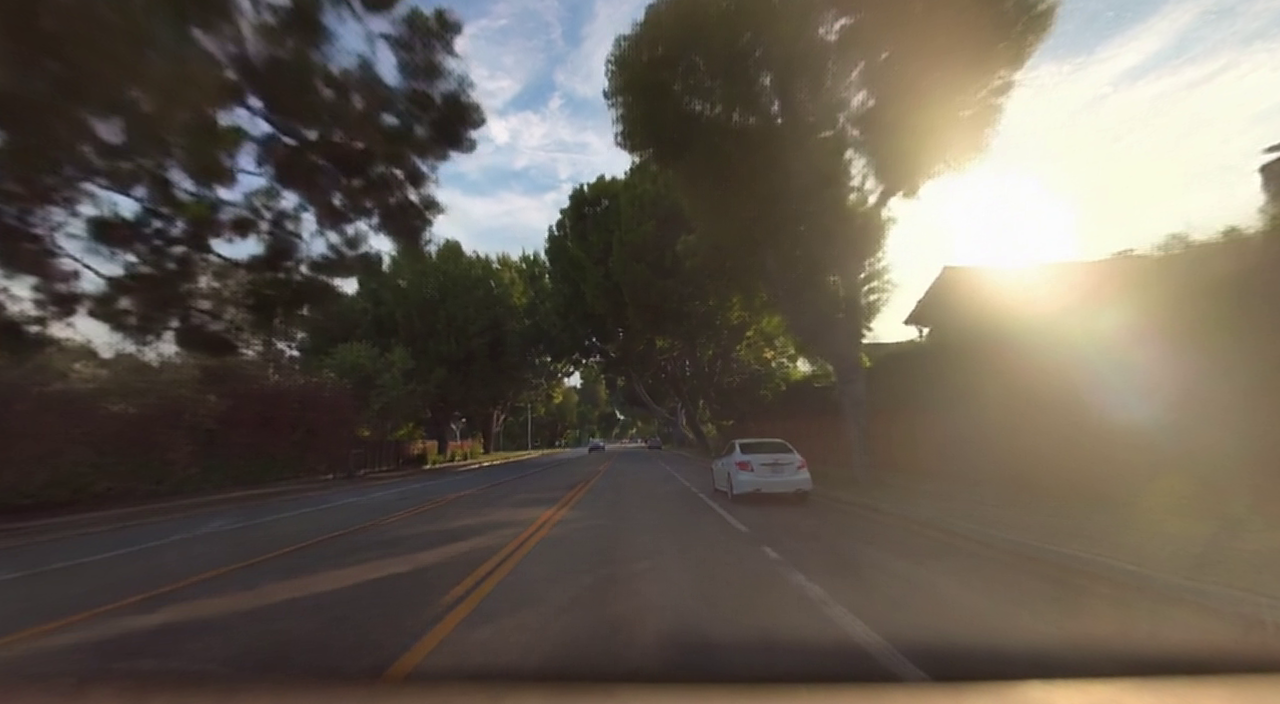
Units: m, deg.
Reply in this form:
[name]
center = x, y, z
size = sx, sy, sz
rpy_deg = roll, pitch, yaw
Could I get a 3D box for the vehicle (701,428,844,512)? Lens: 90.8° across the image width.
[vehicle]
center = 2.560, 2.385, 13.315
size = 1.991, 1.476, 4.153
rpy_deg = 0, -8, -2
